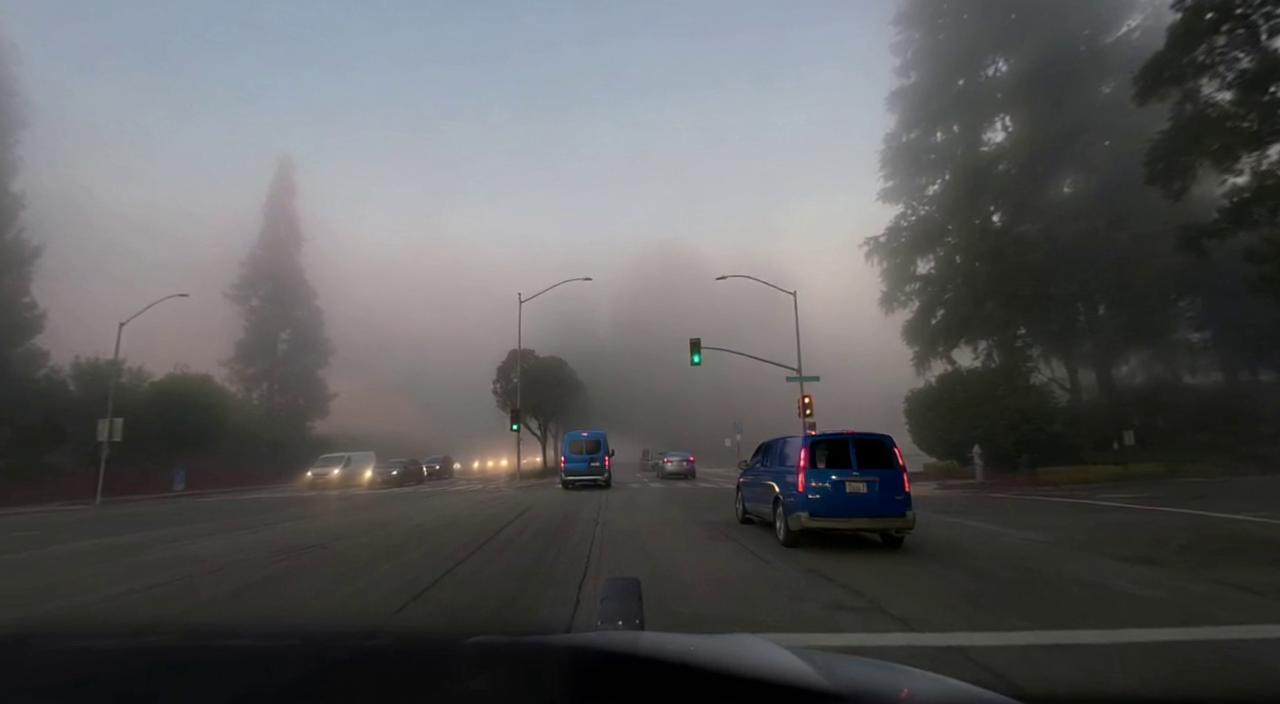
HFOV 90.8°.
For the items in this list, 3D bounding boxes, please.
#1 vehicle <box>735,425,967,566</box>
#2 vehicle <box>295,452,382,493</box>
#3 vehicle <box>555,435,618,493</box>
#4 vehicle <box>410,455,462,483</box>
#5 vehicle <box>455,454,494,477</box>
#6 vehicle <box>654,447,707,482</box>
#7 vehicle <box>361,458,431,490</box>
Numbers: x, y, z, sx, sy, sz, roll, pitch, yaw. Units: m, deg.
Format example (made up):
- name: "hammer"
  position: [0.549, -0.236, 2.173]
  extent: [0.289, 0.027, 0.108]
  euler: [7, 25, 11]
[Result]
- name: "vehicle"
  position: [2.869, 2.040, 9.739]
  extent: [1.965, 1.671, 4.146]
  euler: [0, -9, -3]
- name: "vehicle"
  position: [-16.497, 6.593, 34.999]
  extent: [2.299, 2.015, 5.743]
  euler: [1, -9, -4]
- name: "vehicle"
  position: [-2.035, 4.346, 24.821]
  extent: [2.228, 2.054, 4.309]
  euler: [1, -9, -4]
- name: "vehicle"
  position: [-12.847, 7.374, 40.052]
  extent: [1.956, 1.625, 4.123]
  euler: [0, -9, -2]
- name: "vehicle"
  position: [-12.903, 8.840, 49.485]
  extent: [1.988, 1.689, 4.047]
  euler: [0, -9, -1]
- name: "vehicle"
  position: [2.018, 5.791, 32.800]
  extent: [2.248, 1.692, 4.252]
  euler: [1, -9, -4]
- name: "vehicle"
  position: [-12.659, 6.329, 33.085]
  extent: [2.128, 1.496, 4.432]
  euler: [1, -9, -3]
